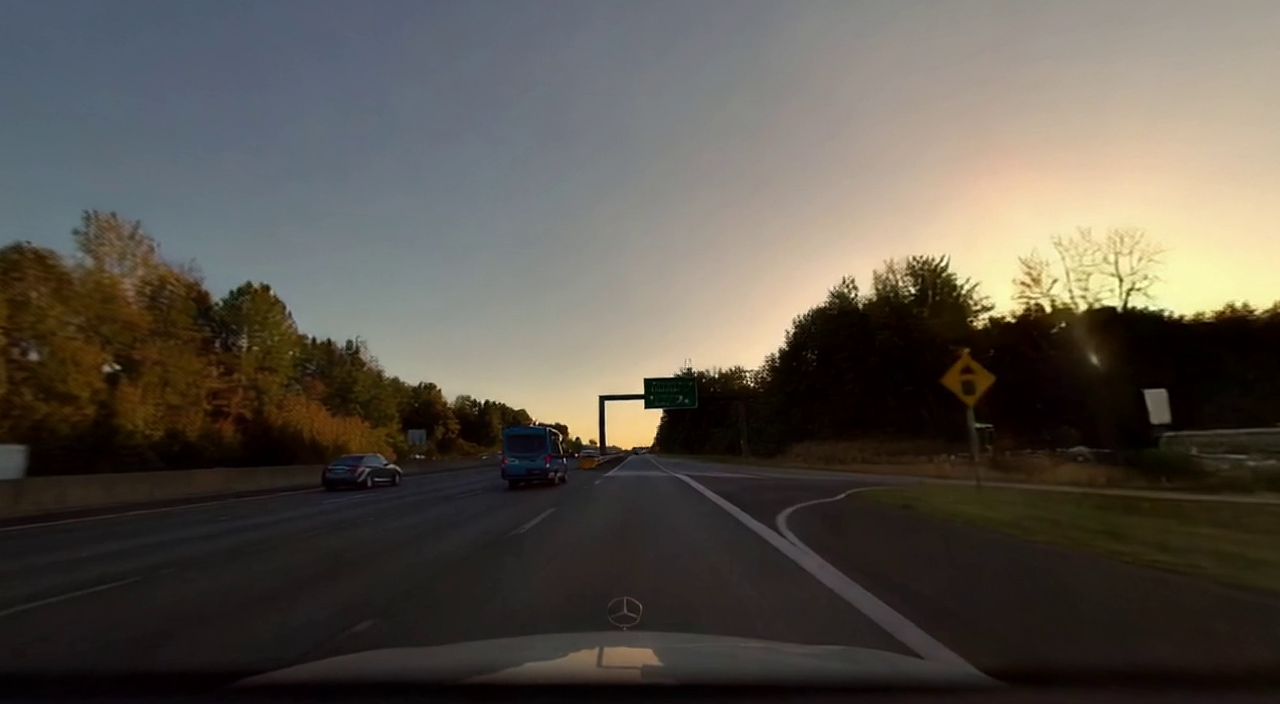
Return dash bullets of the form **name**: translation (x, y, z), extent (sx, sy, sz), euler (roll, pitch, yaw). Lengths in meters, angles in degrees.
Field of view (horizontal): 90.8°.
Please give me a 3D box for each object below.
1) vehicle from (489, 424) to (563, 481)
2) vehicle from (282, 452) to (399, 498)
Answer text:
- **vehicle**: translation (-6.406, 5.834, 36.826), extent (2.747, 2.934, 7.411), euler (0, -9, 2)
- **vehicle**: translation (-10.601, 4.366, 22.824), extent (1.922, 1.448, 4.638), euler (0, -9, 1)
